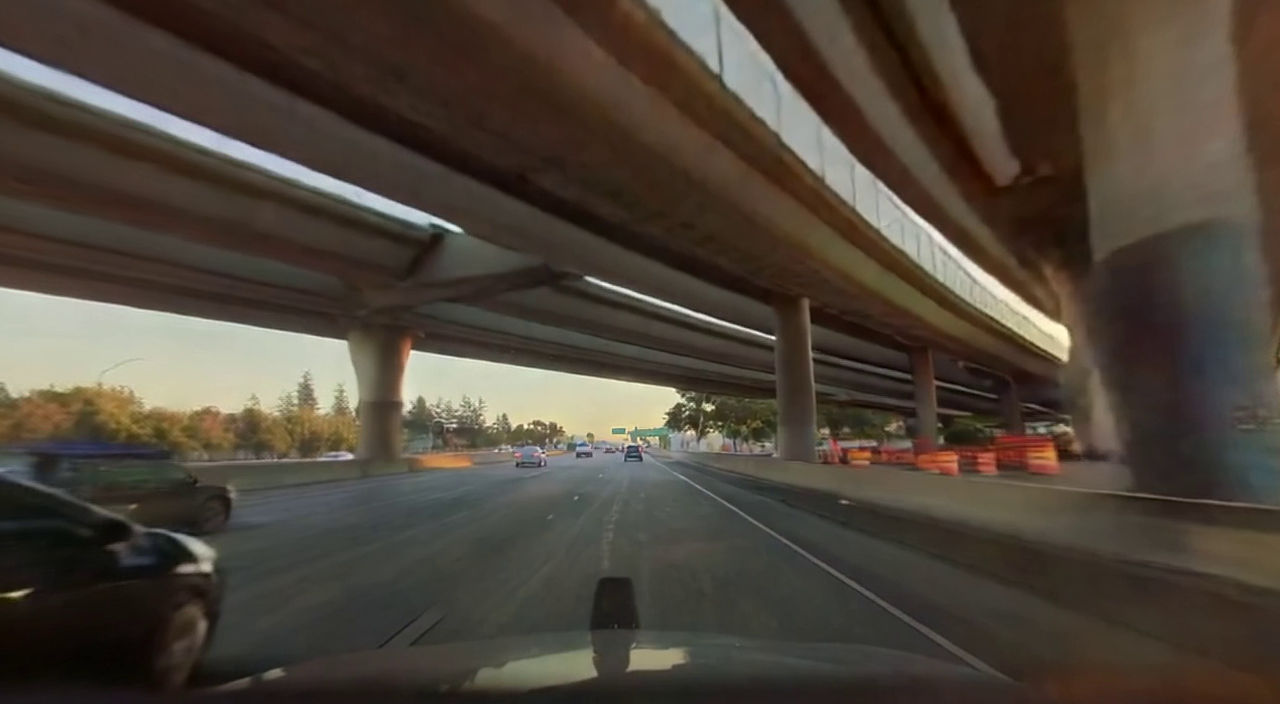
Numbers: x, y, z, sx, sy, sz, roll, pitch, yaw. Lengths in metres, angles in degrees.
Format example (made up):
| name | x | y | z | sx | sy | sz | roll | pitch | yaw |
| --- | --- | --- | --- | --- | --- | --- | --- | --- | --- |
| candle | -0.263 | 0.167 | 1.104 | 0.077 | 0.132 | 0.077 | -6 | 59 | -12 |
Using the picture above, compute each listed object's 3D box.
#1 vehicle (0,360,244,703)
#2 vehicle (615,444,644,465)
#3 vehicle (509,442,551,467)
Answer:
| name | x | y | z | sx | sy | sz | roll | pitch | yaw |
| --- | --- | --- | --- | --- | --- | --- | --- | --- | --- |
| vehicle | -3.507 | 0.769 | 1.819 | 2.024 | 1.655 | 4.192 | 0 | -9 | -1 |
| vehicle | -0.738 | 7.537 | 46.714 | 2.051 | 1.459 | 4.092 | 0 | -8 | -1 |
| vehicle | -7.573 | 7.091 | 43.751 | 2.128 | 1.604 | 4.279 | 0 | -8 | 0 |
